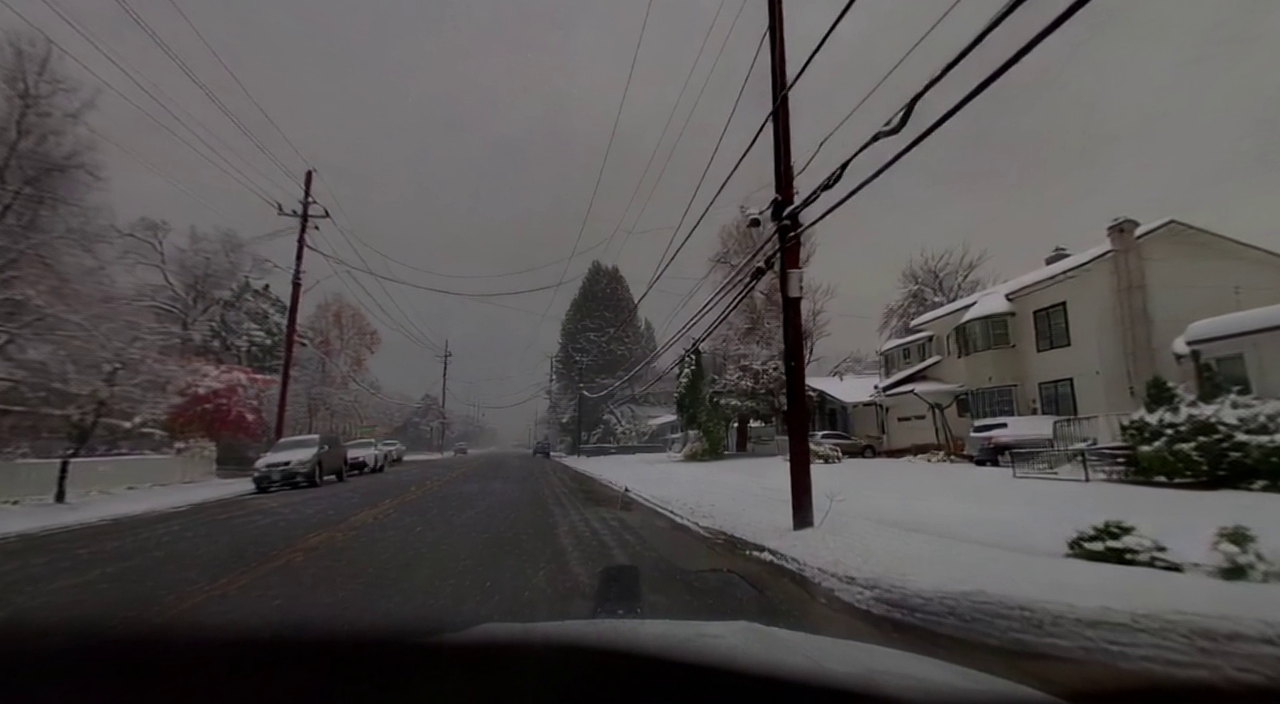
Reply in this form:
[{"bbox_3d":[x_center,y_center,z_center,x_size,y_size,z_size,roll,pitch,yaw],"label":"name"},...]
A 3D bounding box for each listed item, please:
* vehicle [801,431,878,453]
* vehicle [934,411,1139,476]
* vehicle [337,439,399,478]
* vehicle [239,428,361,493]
[{"bbox_3d":[10.486,4.777,33.324,3.606,1.094,1.420,2,-8,-9],"label":"vehicle"},{"bbox_3d":[11.397,2.654,18.329,4.842,1.728,1.875,1,-9,-8],"label":"vehicle"},{"bbox_3d":[-13.969,5.459,32.746,1.939,1.756,4.767,-2,-8,-11],"label":"vehicle"},{"bbox_3d":[-11.952,3.857,22.762,2.240,1.940,5.429,-1,-9,-10],"label":"vehicle"}]
